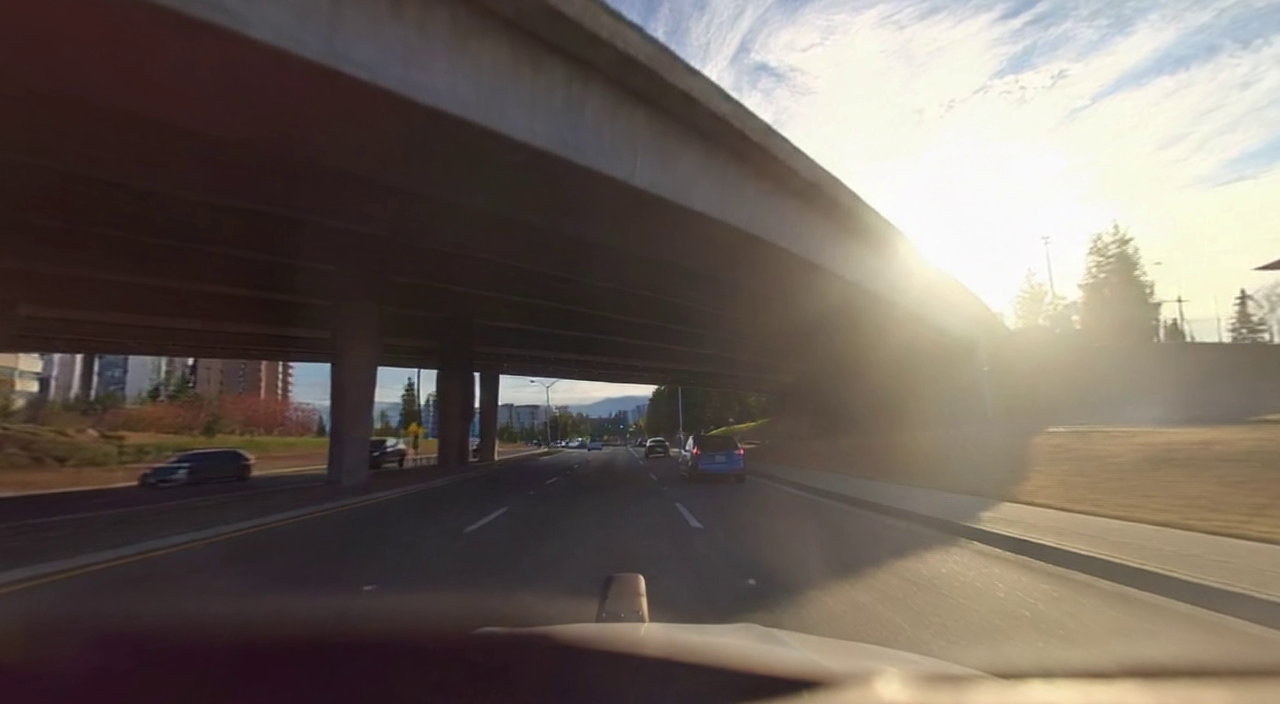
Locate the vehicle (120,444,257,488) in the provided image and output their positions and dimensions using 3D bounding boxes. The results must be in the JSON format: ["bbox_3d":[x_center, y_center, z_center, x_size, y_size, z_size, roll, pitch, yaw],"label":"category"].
[{"bbox_3d":[-16.863,4.253,23.870,1.883,1.506,4.535,0,-8,-2],"label":"vehicle"}]

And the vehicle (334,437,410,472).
[{"bbox_3d":[-13.902,5.337,33.000,2.052,1.690,4.458,0,-8,-1],"label":"vehicle"}]

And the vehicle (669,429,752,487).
[{"bbox_3d":[2.211,3.519,21.098,2.110,1.712,4.489,0,-8,-2],"label":"vehicle"}]
